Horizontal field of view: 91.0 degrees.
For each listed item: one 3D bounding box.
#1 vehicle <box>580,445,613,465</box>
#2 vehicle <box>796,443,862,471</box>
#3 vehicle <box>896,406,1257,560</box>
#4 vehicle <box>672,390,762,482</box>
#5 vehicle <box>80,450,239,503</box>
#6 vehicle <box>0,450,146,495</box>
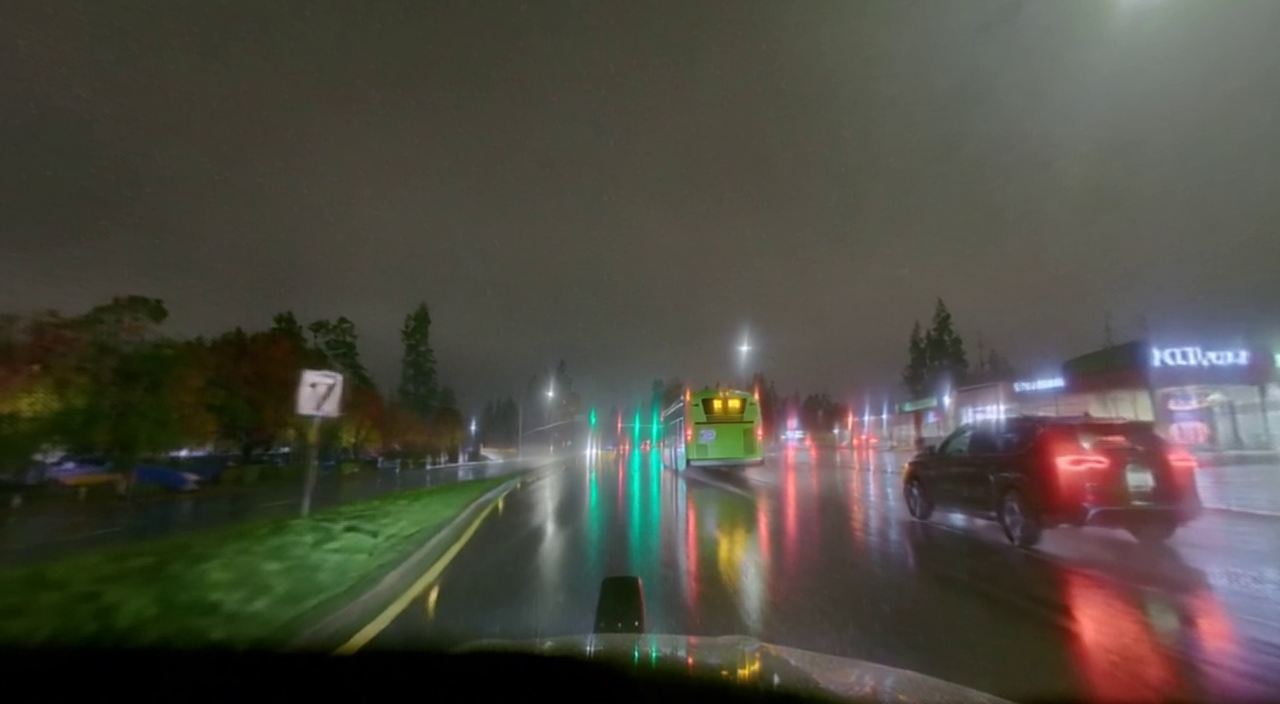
[{"bbox_3d":[-3.115,7.500,45.982,2.211,1.416,4.179,0,-8,-2],"label":"vehicle"},{"bbox_3d":[10.509,5.851,35.449,2.073,1.443,4.860,0,-8,-2],"label":"vehicle"},{"bbox_3d":[6.022,1.864,9.679,2.129,1.754,4.668,0,-8,0],"label":"vehicle"},{"bbox_3d":[3.026,3.729,27.591,2.766,3.306,9.281,0,-8,0],"label":"vehicle"},{"bbox_3d":[-19.112,4.917,25.490,2.277,1.764,5.283,-2,-9,0],"label":"vehicle"},{"bbox_3d":[-25.139,5.260,27.679,4.857,1.846,2.185,0,-8,-2],"label":"vehicle"}]
